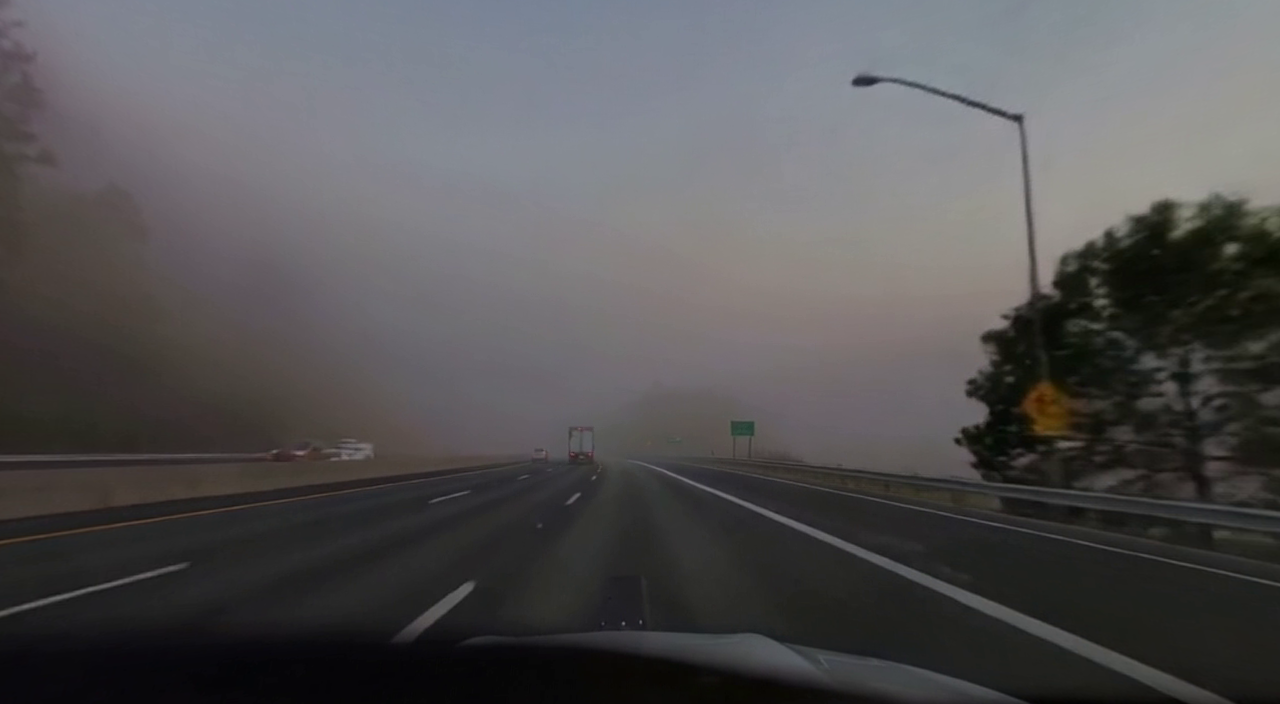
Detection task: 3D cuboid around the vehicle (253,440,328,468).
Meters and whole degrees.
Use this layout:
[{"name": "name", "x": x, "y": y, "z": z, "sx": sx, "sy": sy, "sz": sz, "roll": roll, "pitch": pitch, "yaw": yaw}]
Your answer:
[{"name": "vehicle", "x": -22.677, "y": 6.619, "z": 41.177, "sx": 2.172, "sy": 1.699, "sz": 5.047, "roll": 0, "pitch": -8, "yaw": -3}]
